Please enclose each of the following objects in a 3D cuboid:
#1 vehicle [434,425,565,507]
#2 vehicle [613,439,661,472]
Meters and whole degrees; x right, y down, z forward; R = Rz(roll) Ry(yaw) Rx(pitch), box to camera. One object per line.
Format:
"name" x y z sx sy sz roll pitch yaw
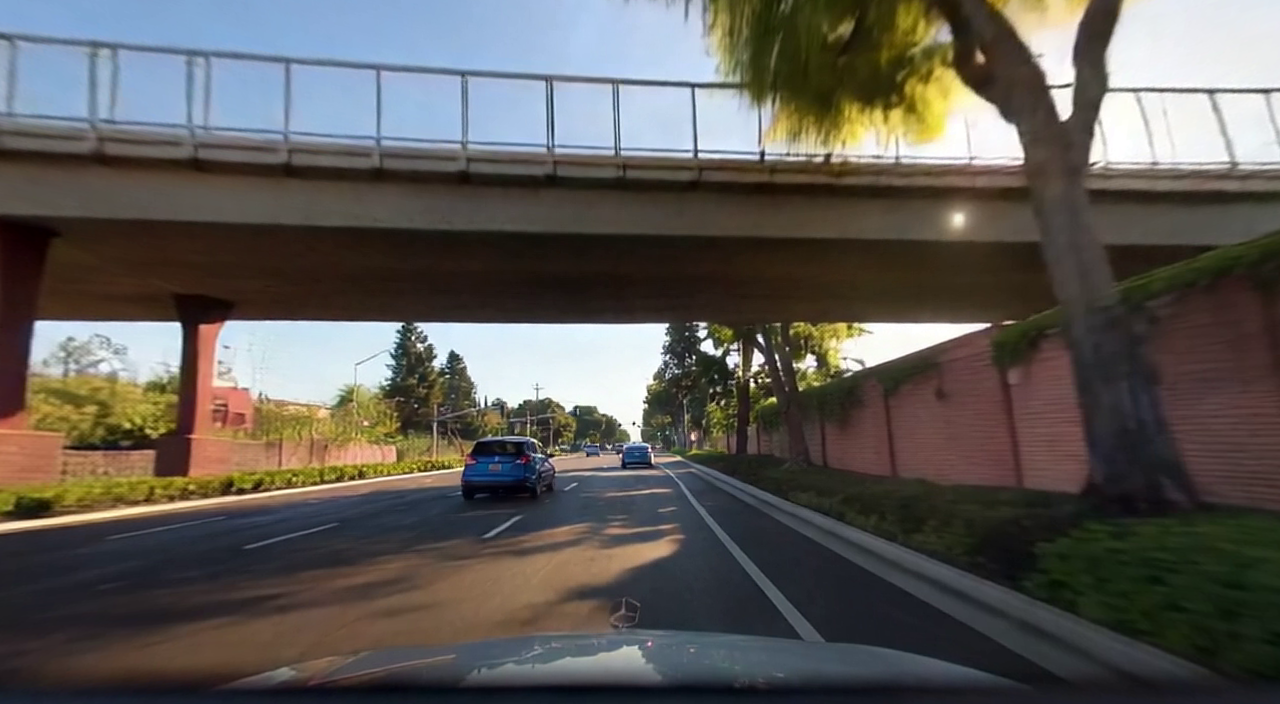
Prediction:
"vehicle" -3.368 2.860 16.260 2.223 1.771 4.581 0 -9 1
"vehicle" -0.183 5.091 31.254 2.205 1.509 4.272 0 -9 -1
